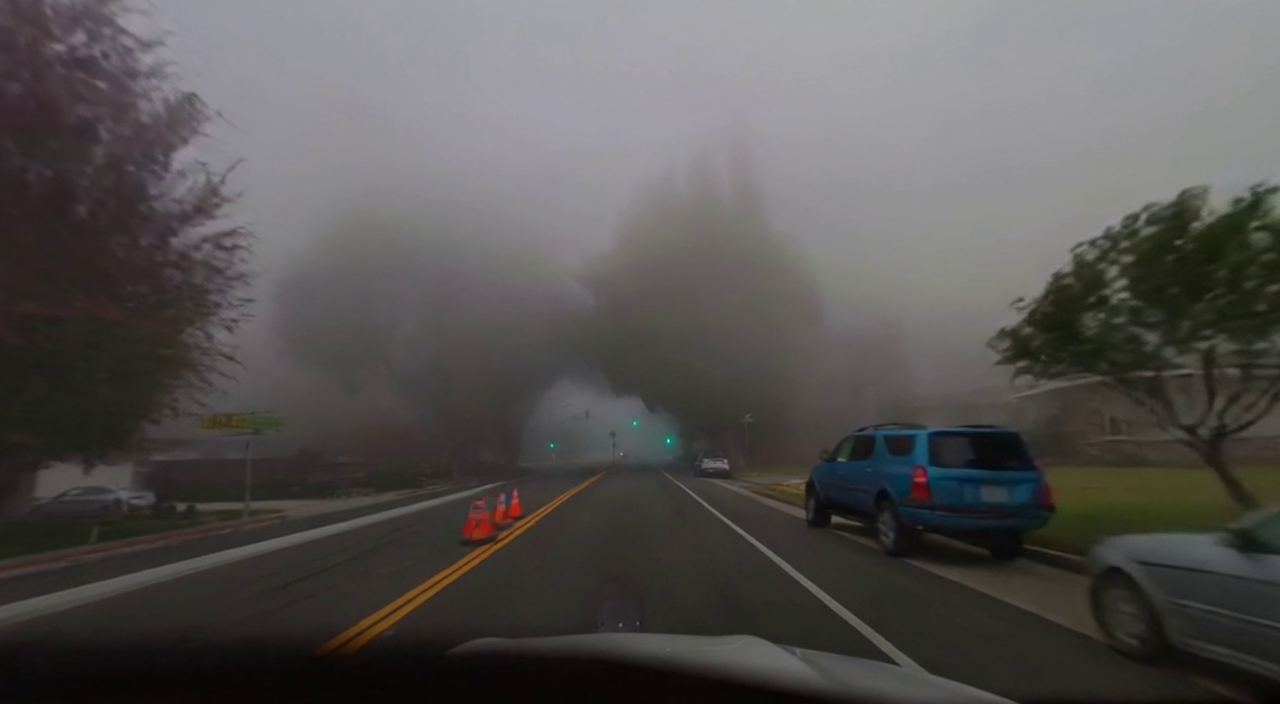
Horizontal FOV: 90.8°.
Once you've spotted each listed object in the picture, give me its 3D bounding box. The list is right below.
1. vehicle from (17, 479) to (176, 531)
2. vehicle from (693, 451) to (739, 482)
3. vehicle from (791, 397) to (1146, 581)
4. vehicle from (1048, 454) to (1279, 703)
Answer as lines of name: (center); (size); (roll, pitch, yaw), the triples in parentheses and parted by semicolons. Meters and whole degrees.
vehicle: (-20.282, 5.706, 23.970); (2.015, 1.444, 4.958); (-1, -9, -6)
vehicle: (3.835, 5.854, 32.584); (1.870, 1.441, 4.539); (-1, -9, 1)
vehicle: (4.097, 1.833, 9.239); (2.255, 1.914, 4.967); (0, -9, -3)
vehicle: (4.151, 1.100, 2.521); (1.928, 1.333, 4.586); (0, -9, -1)
